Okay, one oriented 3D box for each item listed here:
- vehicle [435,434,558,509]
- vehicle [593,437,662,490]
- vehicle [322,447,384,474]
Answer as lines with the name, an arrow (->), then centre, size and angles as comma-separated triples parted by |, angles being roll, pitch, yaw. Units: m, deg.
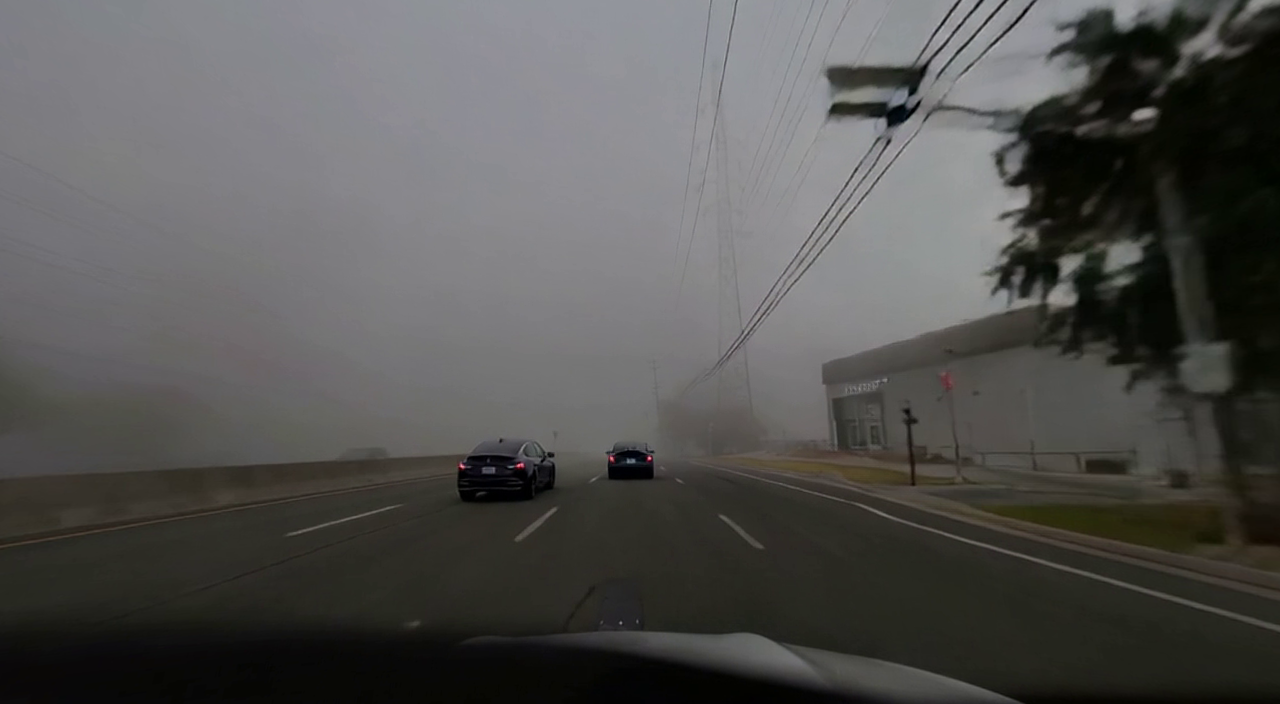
vehicle -> -3.475, 2.987, 16.358 | 1.985, 1.607, 4.892 | 0, -8, 1
vehicle -> -0.395, 3.809, 21.995 | 2.189, 1.652, 4.135 | 0, -8, 0
vehicle -> -19.482, 7.387, 43.154 | 2.040, 1.696, 4.591 | 0, -8, 0
